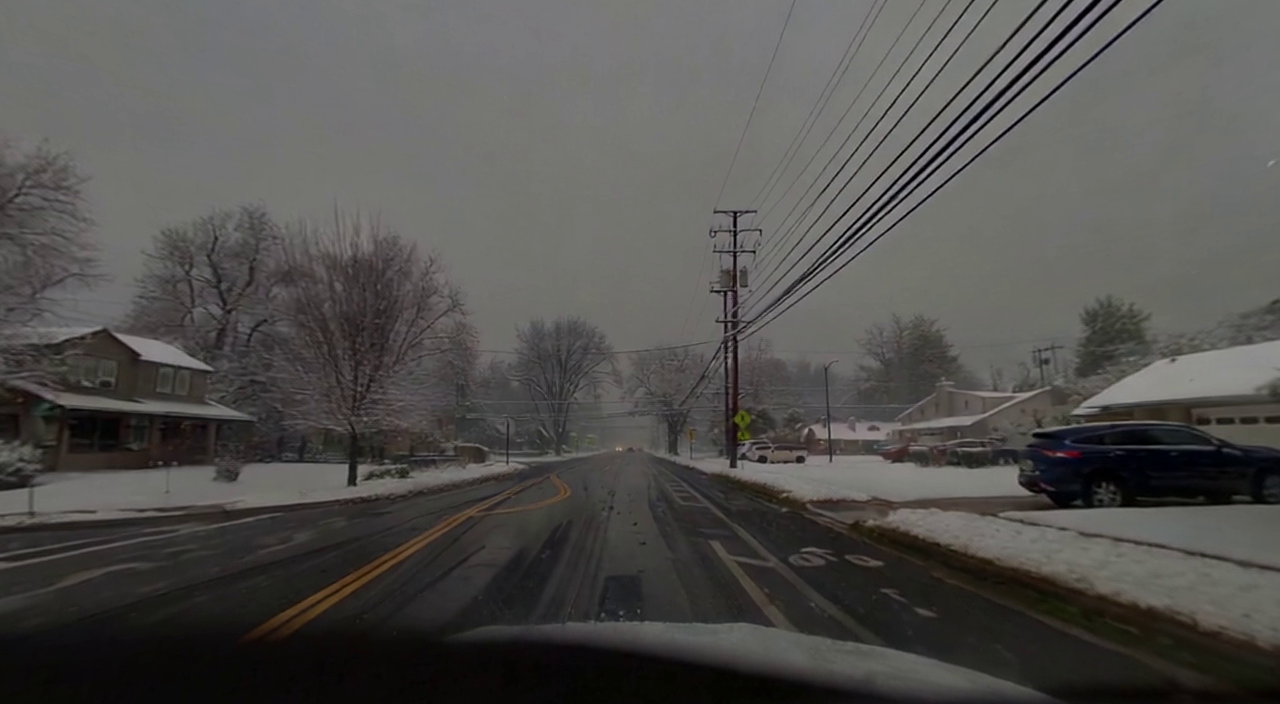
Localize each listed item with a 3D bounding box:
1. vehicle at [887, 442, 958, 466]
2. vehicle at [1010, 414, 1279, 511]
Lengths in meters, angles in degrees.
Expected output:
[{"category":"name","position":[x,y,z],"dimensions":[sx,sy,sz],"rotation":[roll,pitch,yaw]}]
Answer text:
[{"category":"vehicle","position":[20.381,7.363,45.586],"dimensions":[3.943,1.664,2.391],"rotation":[0,-8,-2]},{"category":"vehicle","position":[10.946,2.289,13.250],"dimensions":[4.760,1.808,2.402],"rotation":[0,-9,-2]}]
